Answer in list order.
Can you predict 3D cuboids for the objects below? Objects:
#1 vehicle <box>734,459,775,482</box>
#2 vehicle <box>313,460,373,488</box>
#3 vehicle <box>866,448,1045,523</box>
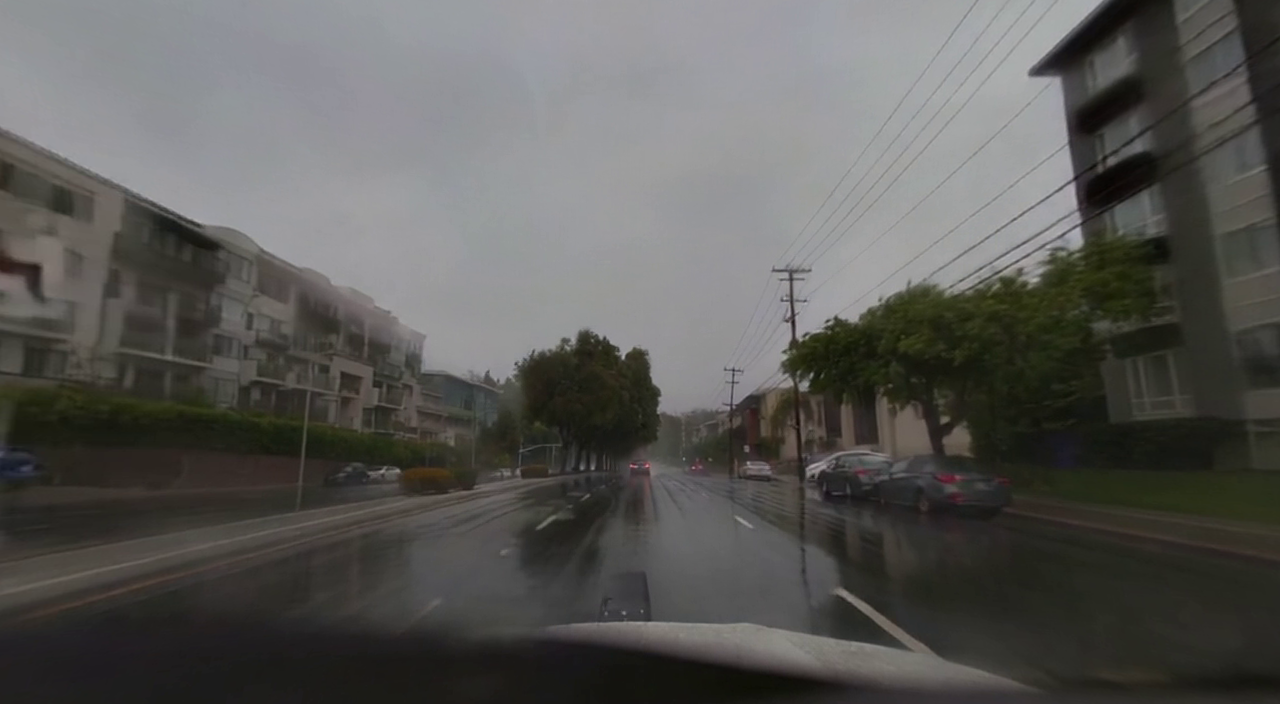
[{"bbox_3d":[7.889,8.229,43.976,1.986,1.467,4.412,0,-9,-1],"label":"vehicle"},{"bbox_3d":[-21.612,8.874,46.091,1.895,1.798,4.703,0,-9,2],"label":"vehicle"},{"bbox_3d":[7.148,3.020,14.930,1.875,1.481,4.434,0,-9,-1],"label":"vehicle"}]
